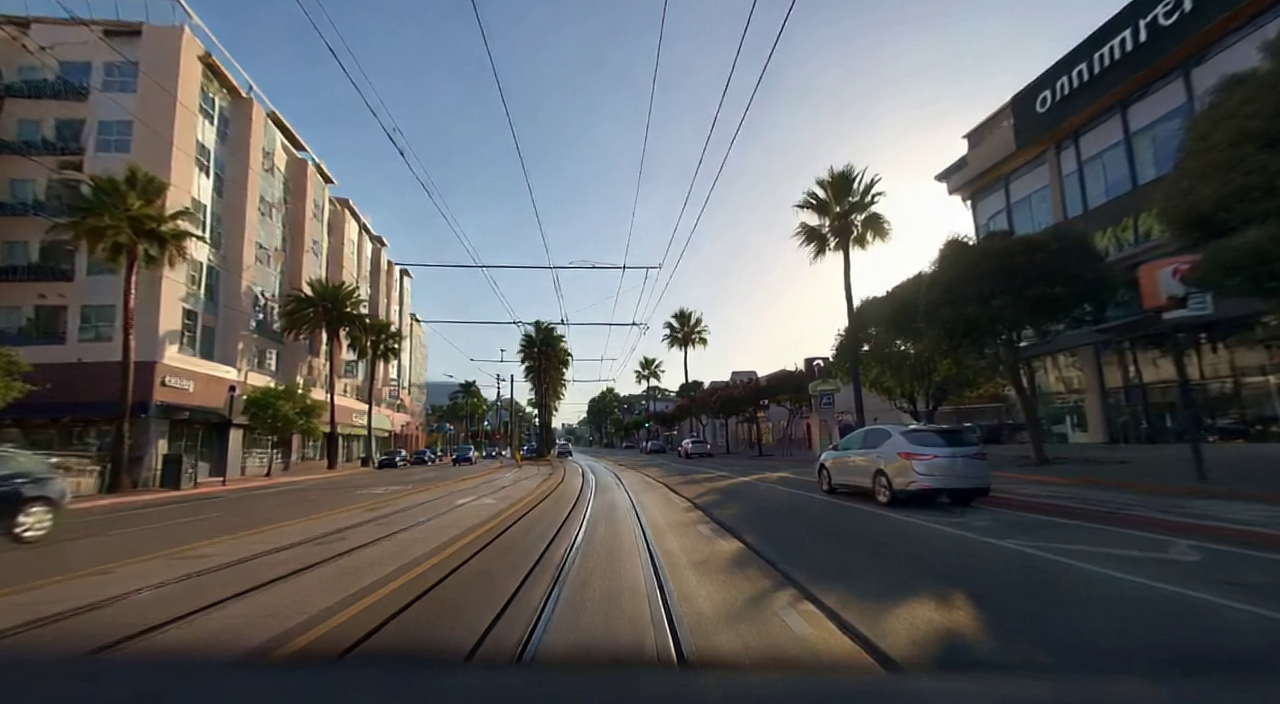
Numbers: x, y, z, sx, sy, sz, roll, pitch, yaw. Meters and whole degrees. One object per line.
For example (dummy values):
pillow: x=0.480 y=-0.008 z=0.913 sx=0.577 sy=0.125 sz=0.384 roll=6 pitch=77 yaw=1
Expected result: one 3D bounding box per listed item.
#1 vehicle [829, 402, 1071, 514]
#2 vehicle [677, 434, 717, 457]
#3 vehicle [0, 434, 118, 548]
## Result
vehicle: x=5.492 y=1.995 z=12.190 sx=2.114 sy=1.691 sz=5.075 roll=0 pitch=-8 yaw=0
vehicle: x=4.426 y=7.366 z=49.616 sx=1.995 sy=1.677 sz=4.863 roll=1 pitch=-9 yaw=-9
vehicle: x=-10.160 y=2.002 z=9.026 sx=1.804 sy=1.620 sz=4.170 roll=0 pitch=-8 yaw=-1
